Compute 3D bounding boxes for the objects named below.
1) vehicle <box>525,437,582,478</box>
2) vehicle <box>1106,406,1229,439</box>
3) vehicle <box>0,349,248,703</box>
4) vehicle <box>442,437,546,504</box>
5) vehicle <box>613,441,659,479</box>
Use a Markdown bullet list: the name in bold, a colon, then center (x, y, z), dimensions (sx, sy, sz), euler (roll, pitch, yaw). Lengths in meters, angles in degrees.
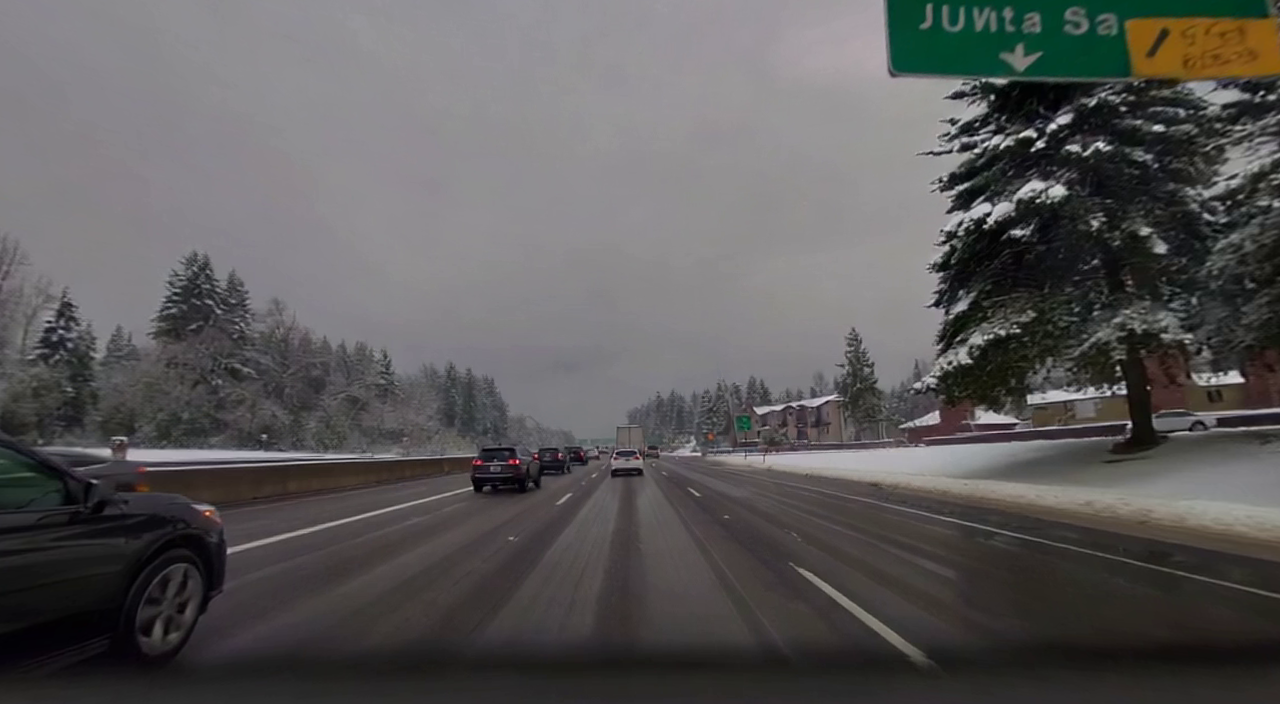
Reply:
- **vehicle**: center (-4.399, 5.490, 33.085), dimensions (2.301, 1.944, 5.482), euler (0, -9, -1)
- **vehicle**: center (26.300, 3.600, 31.653), dimensions (1.894, 1.458, 4.268), euler (6, -10, -33)
- **vehicle**: center (-3.524, 0.741, 1.728), dimensions (2.027, 1.713, 4.490), euler (0, -9, -1)
- **vehicle**: center (-3.962, 3.279, 17.914), dimensions (1.988, 1.668, 4.021), euler (0, -9, 0)
- **vehicle**: center (-0.232, 5.212, 30.847), dimensions (2.063, 1.703, 4.203), euler (0, -9, -1)
